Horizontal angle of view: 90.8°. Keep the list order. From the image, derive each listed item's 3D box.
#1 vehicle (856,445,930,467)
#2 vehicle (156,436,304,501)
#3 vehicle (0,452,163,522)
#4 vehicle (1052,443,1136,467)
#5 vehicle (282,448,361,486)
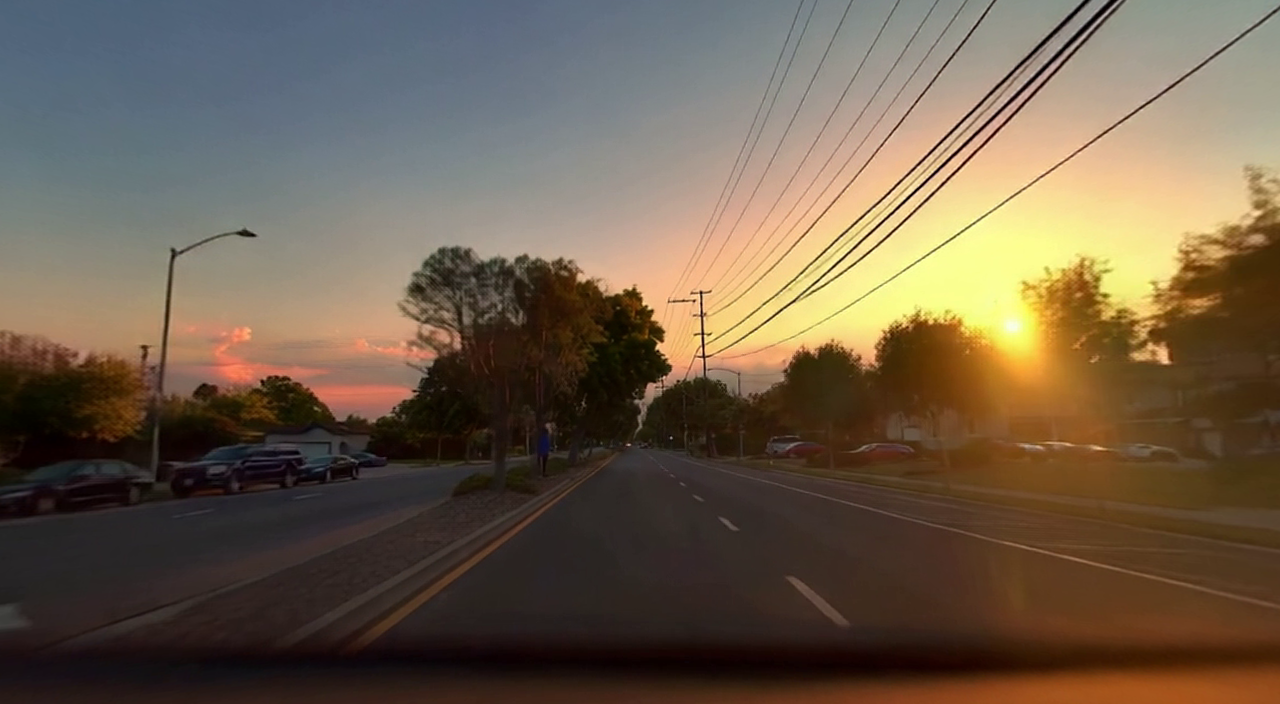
[{"bbox_3d":[17.516,7.184,43.827,4.246,1.427,2.055,0,-8,0],"label":"vehicle"},{"bbox_3d":[-15.106,4.274,23.729,2.298,1.979,4.920,-5,-9,0],"label":"vehicle"},{"bbox_3d":[-15.205,3.377,16.382,2.058,1.479,4.519,0,-8,1],"label":"vehicle"},{"bbox_3d":[33.168,7.541,46.353,1.974,1.647,4.721,2,-9,-15],"label":"vehicle"},{"bbox_3d":[-15.431,5.553,30.876,2.106,1.517,4.632,-3,-8,-9],"label":"vehicle"}]
